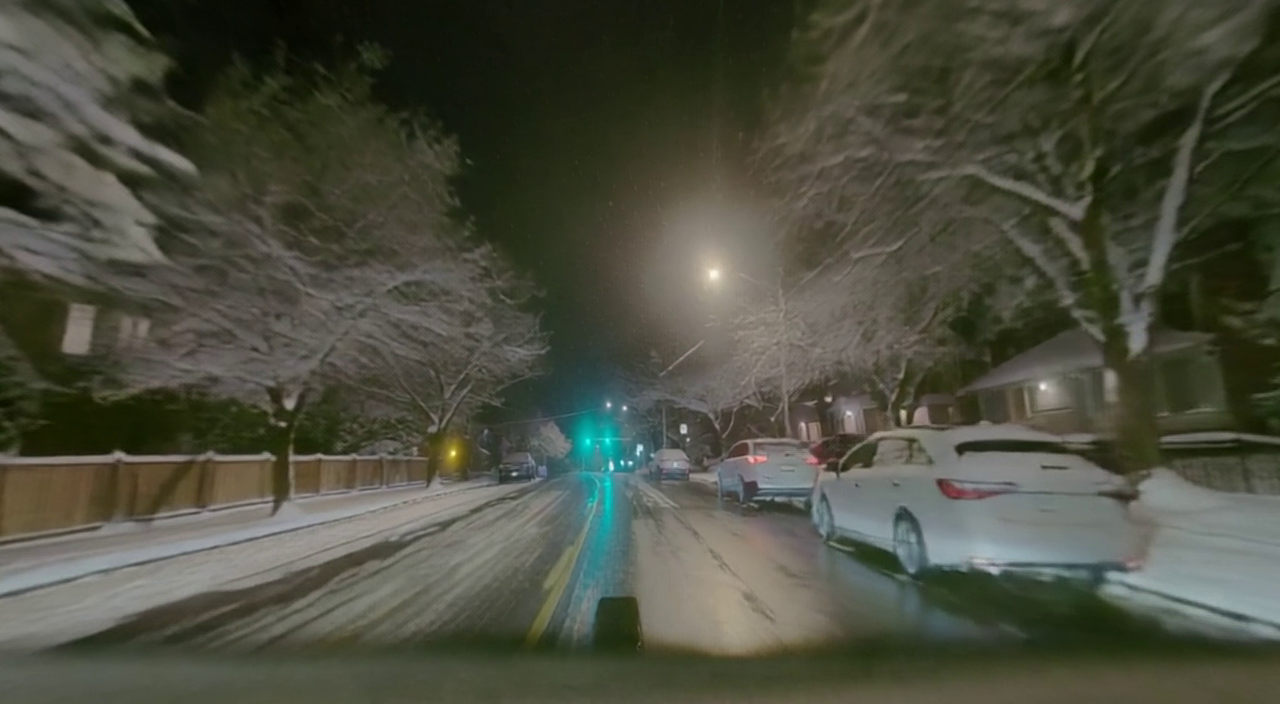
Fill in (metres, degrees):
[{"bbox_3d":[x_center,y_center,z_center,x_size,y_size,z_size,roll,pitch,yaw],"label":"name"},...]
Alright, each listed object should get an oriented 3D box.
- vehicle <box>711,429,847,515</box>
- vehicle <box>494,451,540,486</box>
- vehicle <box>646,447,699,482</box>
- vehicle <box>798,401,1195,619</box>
[{"bbox_3d":[3.176,2.840,15.613,1.990,1.753,4.783,-1,-8,-3],"label":"vehicle"},{"bbox_3d":[-6.999,6.644,36.332,2.051,1.575,4.581,-3,-7,-5],"label":"vehicle"},{"bbox_3d":[1.719,6.264,35.431,2.163,1.742,4.239,0,-8,-8],"label":"vehicle"},{"bbox_3d":[3.452,1.587,7.434,1.970,1.709,4.568,-1,-8,0],"label":"vehicle"}]
